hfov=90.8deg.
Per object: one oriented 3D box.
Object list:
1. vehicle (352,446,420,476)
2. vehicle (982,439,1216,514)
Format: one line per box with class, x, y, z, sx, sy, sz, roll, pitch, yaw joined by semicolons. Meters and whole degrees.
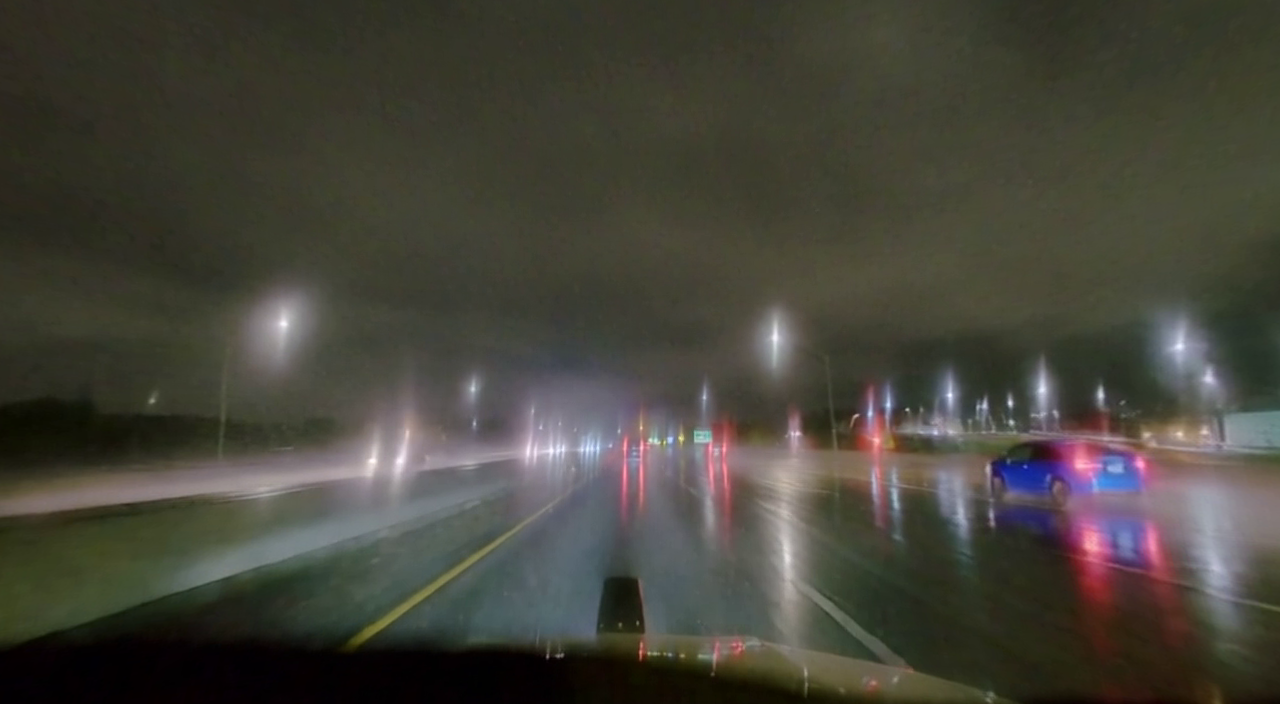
vehicle;-14.691;6.314;36.896;2.013;1.529;4.916;0;-8;-1
vehicle;10.711;2.882;15.340;2.024;1.481;4.747;1;-8;-2
